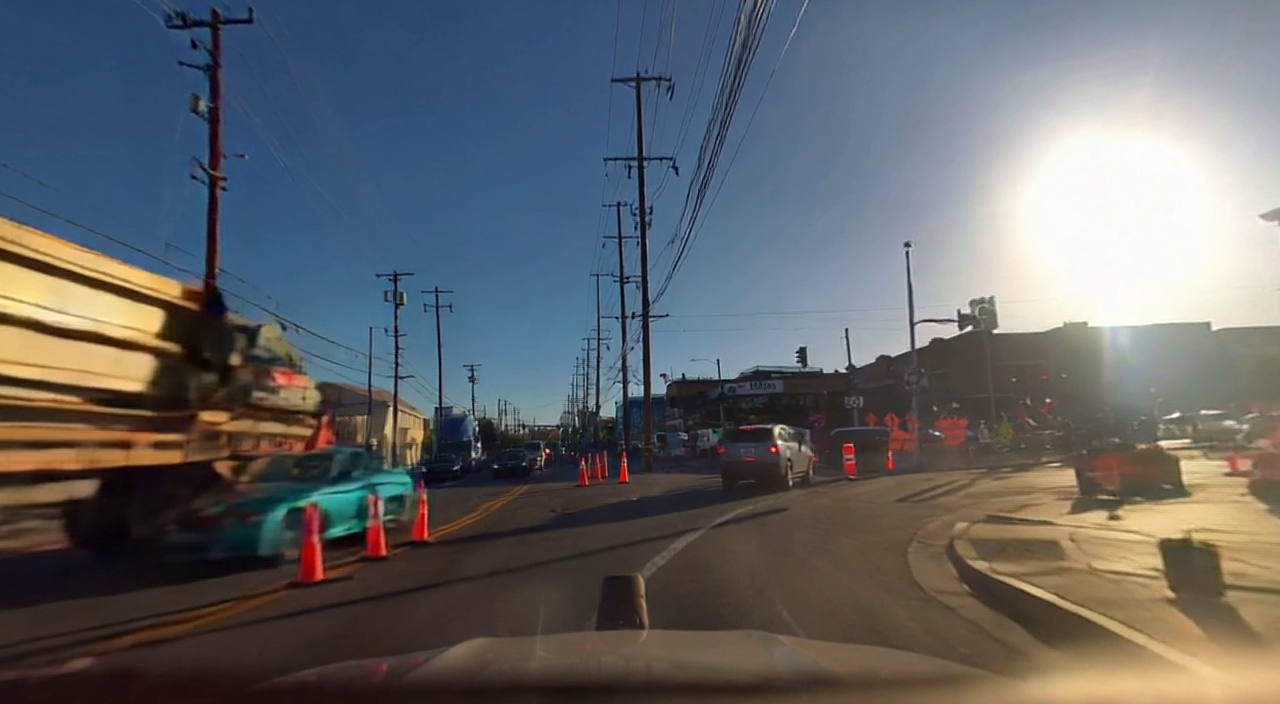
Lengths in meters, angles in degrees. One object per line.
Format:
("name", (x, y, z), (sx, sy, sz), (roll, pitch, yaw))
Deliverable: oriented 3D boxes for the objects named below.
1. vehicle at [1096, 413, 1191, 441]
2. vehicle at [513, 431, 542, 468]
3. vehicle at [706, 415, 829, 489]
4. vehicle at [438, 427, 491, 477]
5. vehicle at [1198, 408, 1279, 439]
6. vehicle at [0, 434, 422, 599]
("vehicle", (33.337, 5.039, 41.929), (1.937, 1.688, 4.382), (5, -10, -35))
("vehicle", (-8.617, 7.481, 48.575), (1.959, 2.654, 4.078), (1, -8, -7))
("vehicle", (3.969, 2.951, 18.862), (2.256, 1.859, 5.118), (-4, -9, 27))
("vehicle", (-10.357, 5.903, 37.497), (2.185, 2.644, 3.306), (-5, -8, -4))
("vehicle", (36.409, 4.249, 37.377), (1.922, 1.704, 4.550), (5, -10, -32))
("vehicle", (-4.982, 1.905, 8.423), (2.103, 1.526, 4.743), (-1, -8, 5))
